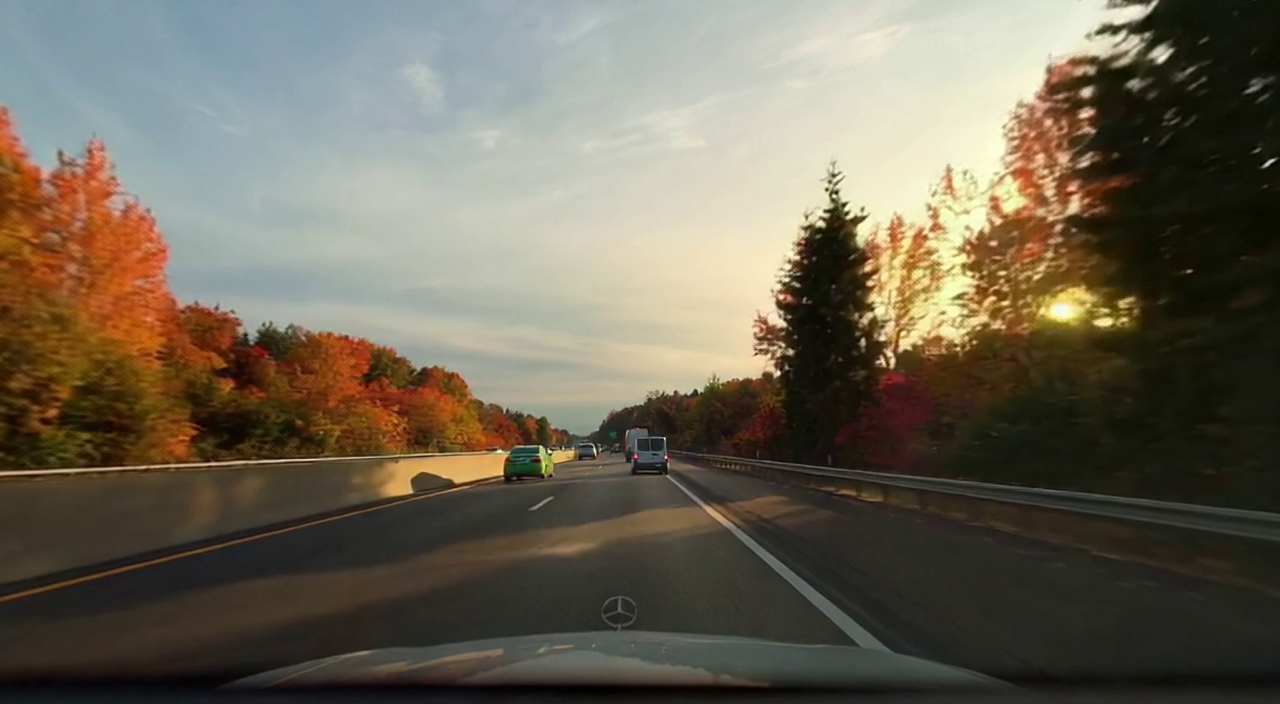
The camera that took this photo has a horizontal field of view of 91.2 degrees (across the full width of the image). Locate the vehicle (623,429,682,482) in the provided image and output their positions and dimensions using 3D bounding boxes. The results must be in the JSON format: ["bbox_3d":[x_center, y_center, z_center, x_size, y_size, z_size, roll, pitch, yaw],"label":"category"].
[{"bbox_3d":[0.425,4.244,25.821,2.179,1.930,4.538,0,-9,-1],"label":"vehicle"}]

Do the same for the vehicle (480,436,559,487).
[{"bbox_3d":[-4.349,4.015,23.275,2.088,1.688,4.365,0,-9,0],"label":"vehicle"}]
